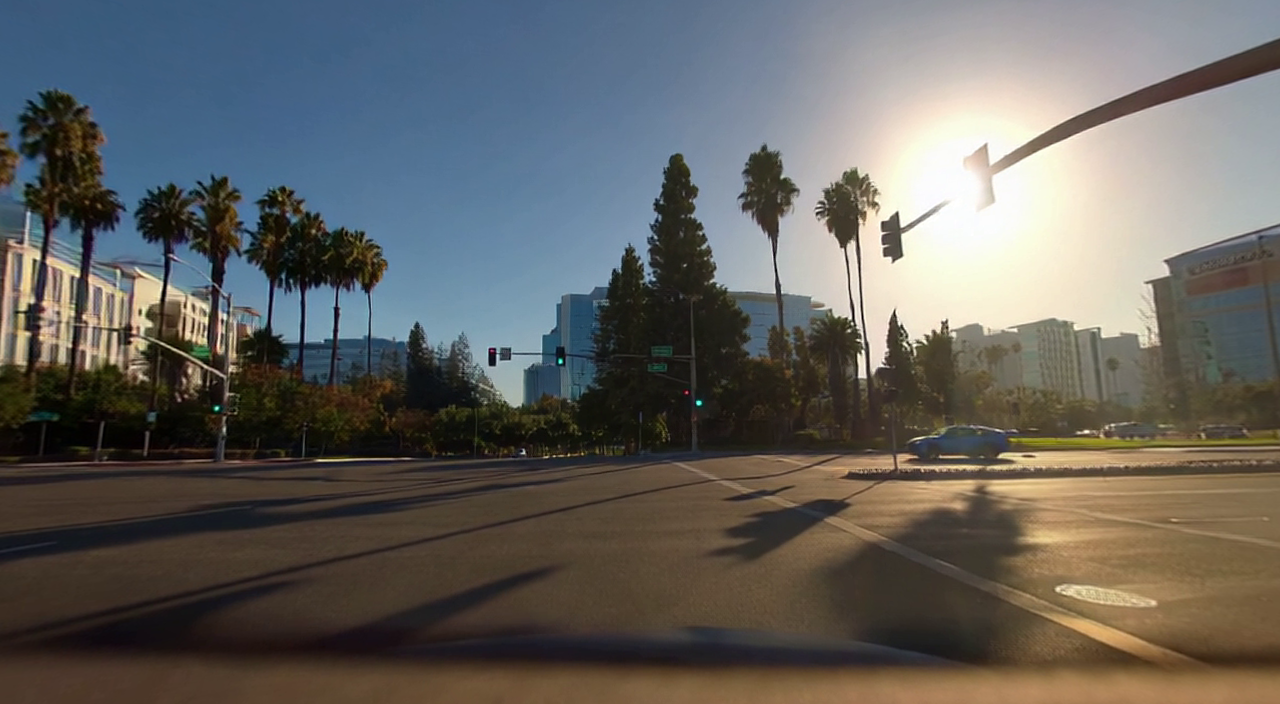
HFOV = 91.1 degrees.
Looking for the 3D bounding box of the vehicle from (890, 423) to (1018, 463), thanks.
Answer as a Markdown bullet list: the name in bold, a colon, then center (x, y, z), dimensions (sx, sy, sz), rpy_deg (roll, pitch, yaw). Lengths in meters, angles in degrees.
- **vehicle**: center (14.404, 4.189, 29.004), dimensions (4.820, 1.751, 2.050), rpy_deg (0, -8, -2)
